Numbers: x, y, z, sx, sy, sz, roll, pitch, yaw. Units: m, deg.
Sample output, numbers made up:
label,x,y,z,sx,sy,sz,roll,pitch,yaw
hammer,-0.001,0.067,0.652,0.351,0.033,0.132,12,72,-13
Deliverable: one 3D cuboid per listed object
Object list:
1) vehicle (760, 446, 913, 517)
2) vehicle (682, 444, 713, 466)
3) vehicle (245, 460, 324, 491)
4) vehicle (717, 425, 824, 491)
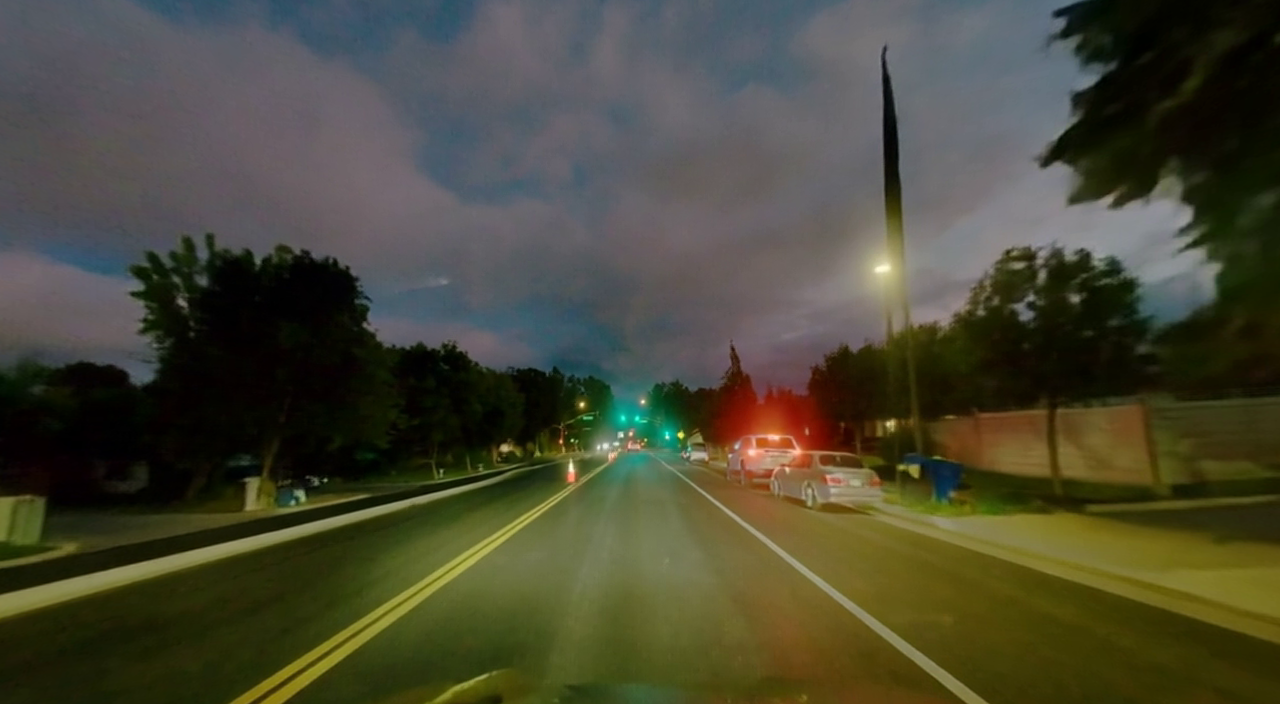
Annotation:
label,x,y,z,sx,sy,sz,roll,pitch,yaw
vehicle,4.163,2.799,14.297,1.928,1.333,4.586,0,-8,-1
vehicle,4.016,7.240,44.501,1.870,1.441,4.539,0,-8,1
vehicle,-20.156,7.009,36.088,2.015,1.444,4.958,-1,-8,-5
vehicle,4.146,3.464,21.046,2.255,1.914,4.967,0,-8,-3
